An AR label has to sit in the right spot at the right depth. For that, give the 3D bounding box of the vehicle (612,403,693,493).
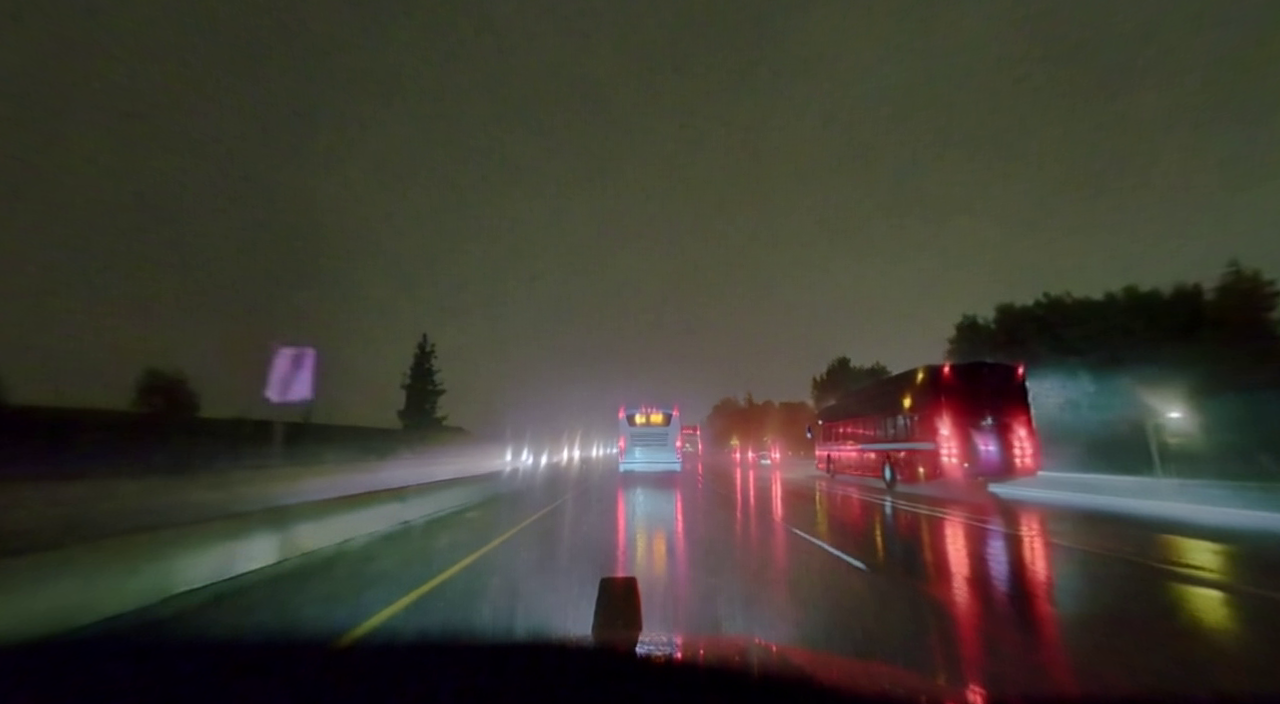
[{"bbox_3d":[0.315,3.328,21.802,2.414,2.675,5.574,0,-9,-1],"label":"vehicle"}]
